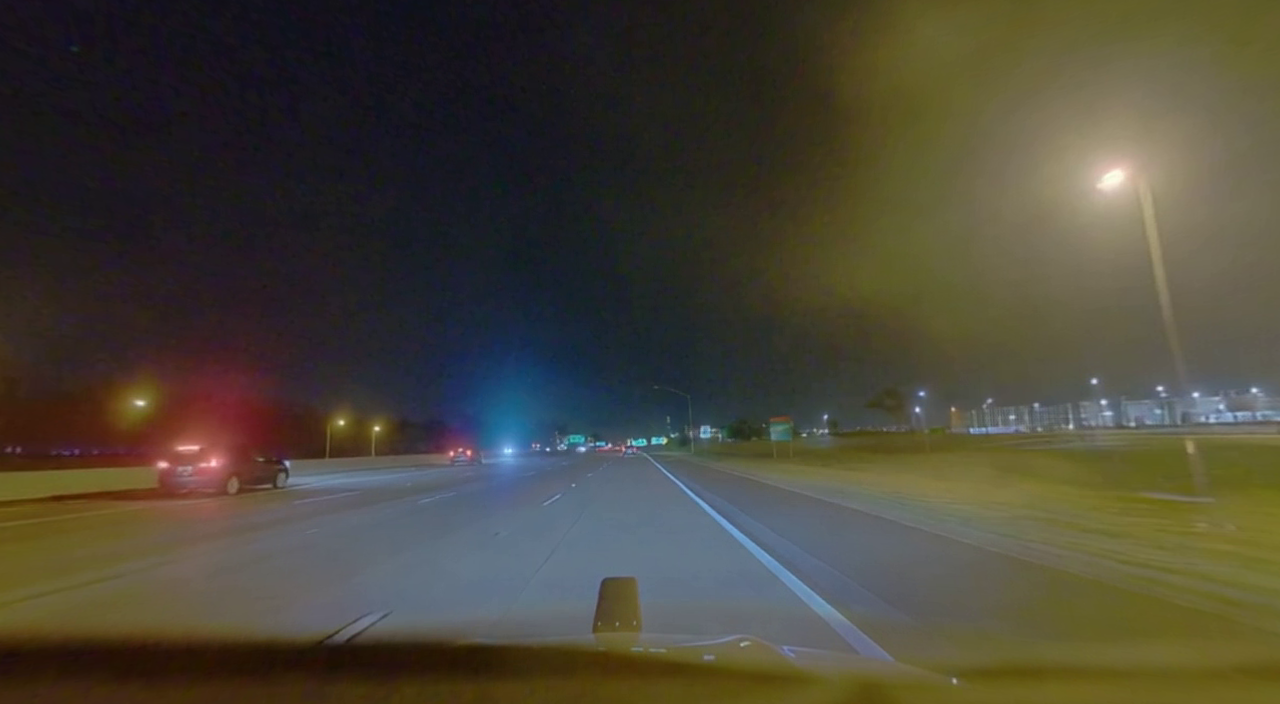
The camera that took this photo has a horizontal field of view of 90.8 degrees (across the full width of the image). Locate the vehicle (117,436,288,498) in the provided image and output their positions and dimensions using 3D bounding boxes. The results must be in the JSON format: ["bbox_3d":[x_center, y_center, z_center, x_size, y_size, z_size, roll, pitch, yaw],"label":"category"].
[{"bbox_3d":[-14.382,3.789,21.269,2.049,1.792,5.177,0,-9,0],"label":"vehicle"}]
